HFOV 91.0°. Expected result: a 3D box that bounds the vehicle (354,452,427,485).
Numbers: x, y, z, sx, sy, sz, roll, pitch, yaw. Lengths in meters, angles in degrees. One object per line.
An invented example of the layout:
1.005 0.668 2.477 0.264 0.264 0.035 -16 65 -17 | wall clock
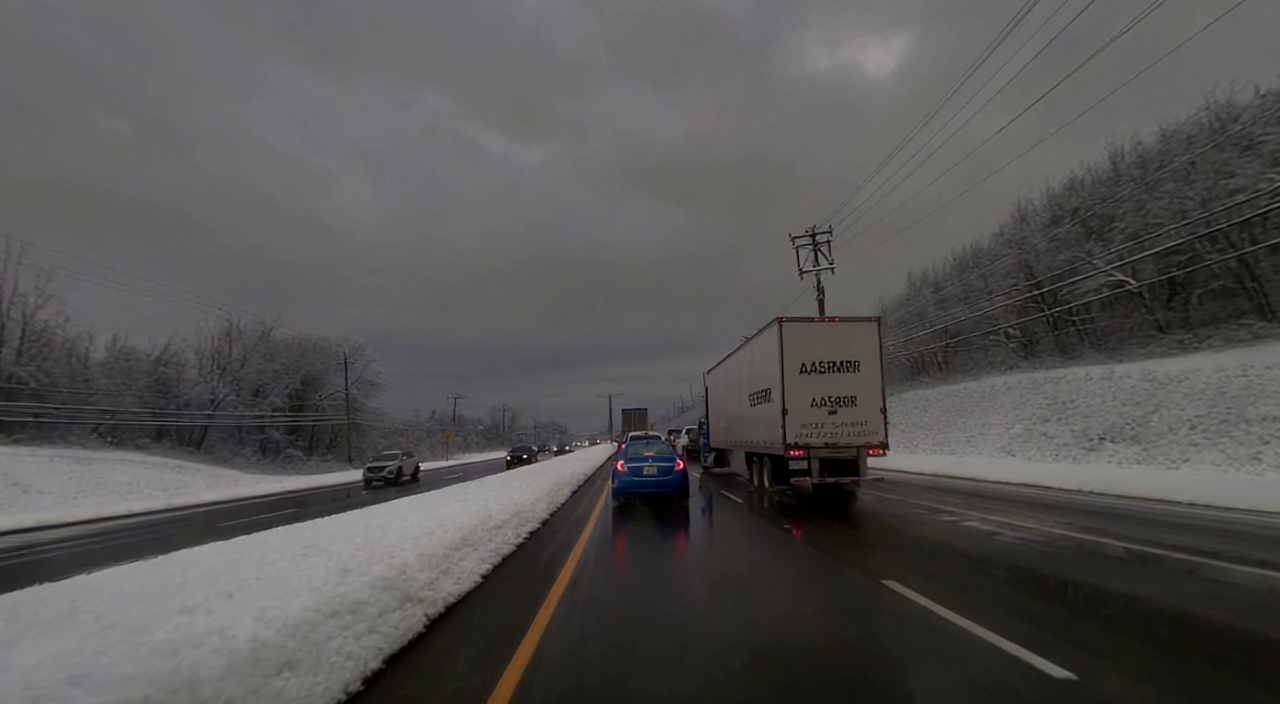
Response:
-12.347 5.765 31.452 1.918 1.457 4.106 -1 -8 1 | vehicle

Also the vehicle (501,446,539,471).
-8.359 7.391 44.001 1.926 1.606 3.853 -1 -8 0 | vehicle

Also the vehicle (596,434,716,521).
0.255 2.397 12.579 2.045 1.446 3.597 -1 -8 -1 | vehicle

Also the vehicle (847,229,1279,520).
8.658 1.128 15.084 2.845 4.146 12.401 0 -8 -2 | vehicle

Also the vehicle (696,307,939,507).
4.238 2.085 20.004 3.138 4.065 14.276 0 -8 -2 | vehicle
